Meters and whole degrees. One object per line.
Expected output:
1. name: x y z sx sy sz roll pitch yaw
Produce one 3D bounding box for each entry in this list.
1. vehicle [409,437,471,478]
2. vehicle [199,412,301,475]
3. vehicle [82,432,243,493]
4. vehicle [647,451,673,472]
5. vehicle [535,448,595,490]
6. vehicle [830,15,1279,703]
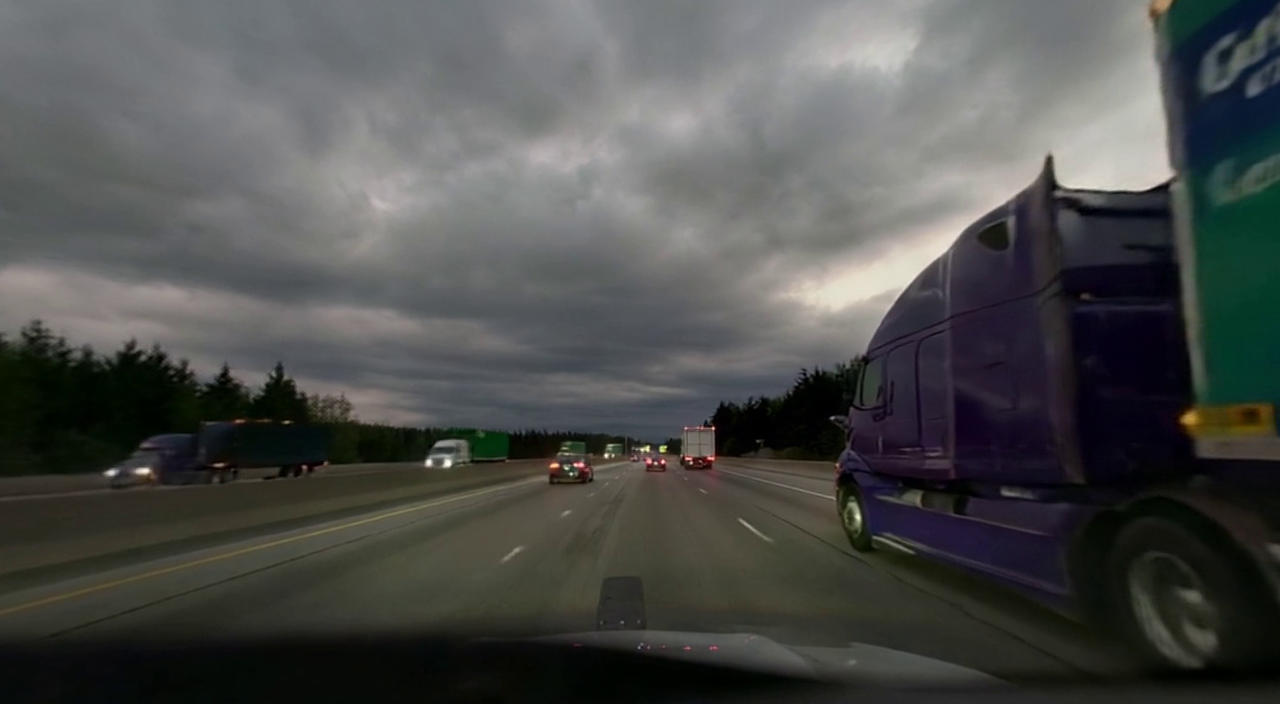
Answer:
1. vehicle: -14.137 7.489 44.897 2.210 2.679 5.840 -1 -9 3
2. vehicle: -22.301 5.313 36.377 2.385 3.298 5.011 -1 -9 2
3. vehicle: -22.398 5.228 30.098 2.614 2.602 6.122 0 -9 2
4. vehicle: 1.567 8.622 49.797 1.957 1.541 4.099 0 -9 1
5. vehicle: -3.033 4.867 26.499 1.960 1.579 4.384 0 -9 0
6. vehicle: 4.411 0.368 6.356 3.020 3.962 5.781 0 -9 -1
